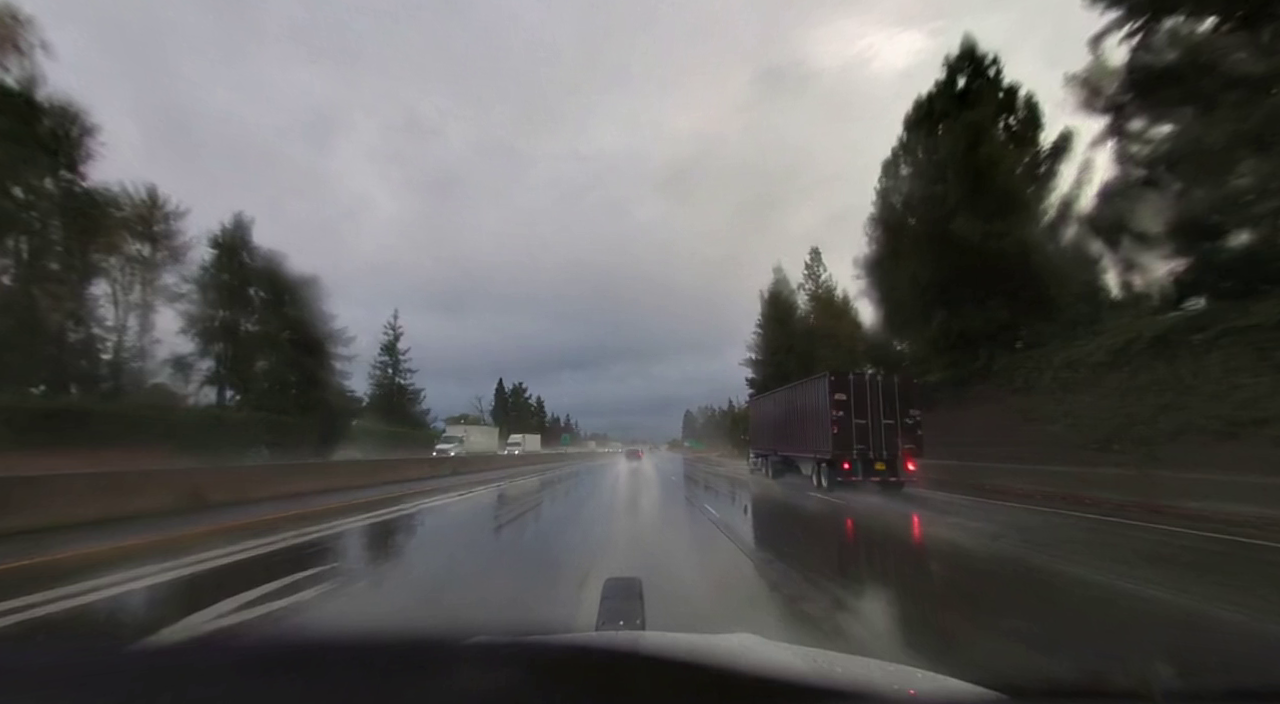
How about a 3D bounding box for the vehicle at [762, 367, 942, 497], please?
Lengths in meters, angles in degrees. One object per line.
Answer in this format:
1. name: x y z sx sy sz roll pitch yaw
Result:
1. vehicle: 6.982 3.019 23.094 2.821 3.681 10.415 0 -9 -1
